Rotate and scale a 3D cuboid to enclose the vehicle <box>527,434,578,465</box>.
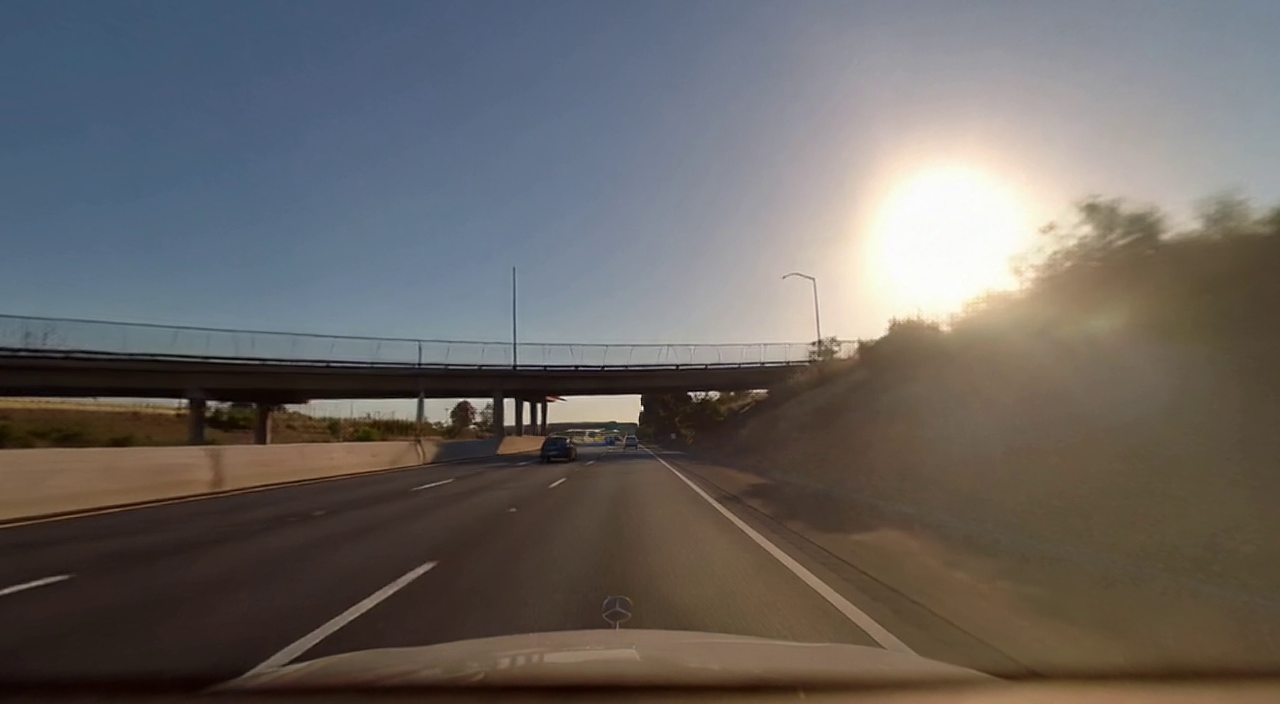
[{"bbox_3d":[-4.822,5.441,35.399,2.129,1.588,4.980,0,-8,0],"label":"vehicle"}]
